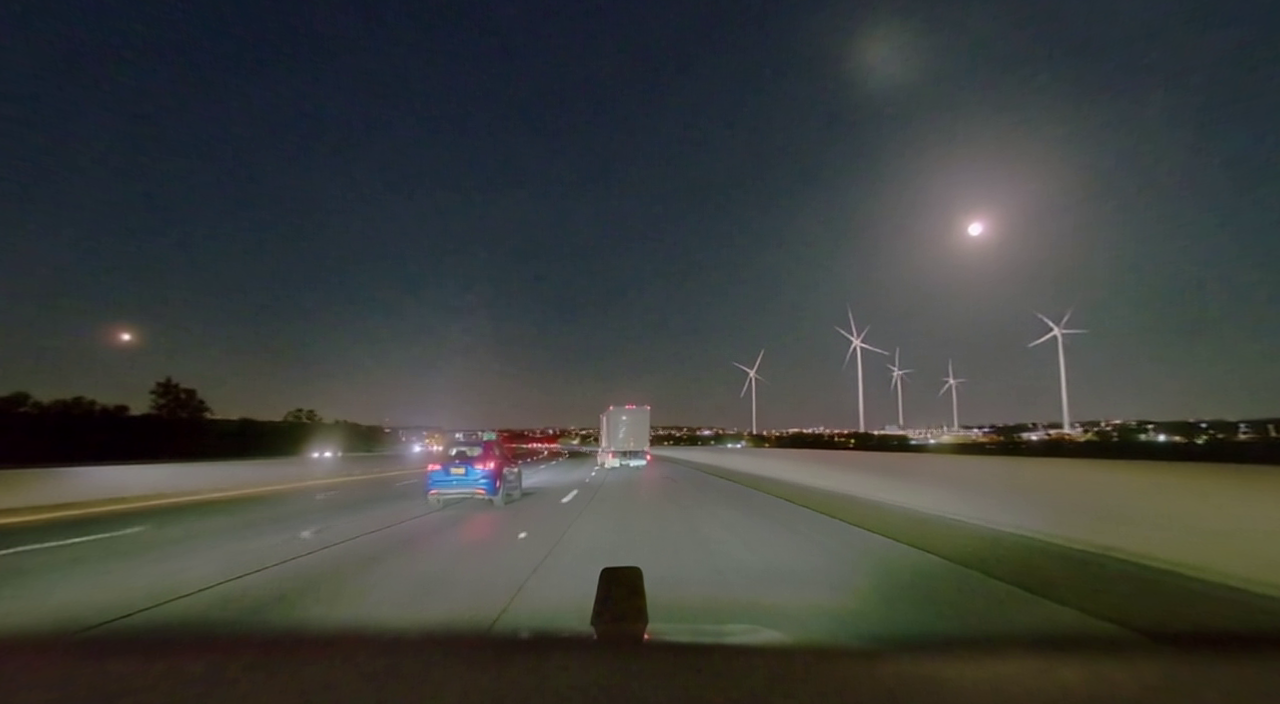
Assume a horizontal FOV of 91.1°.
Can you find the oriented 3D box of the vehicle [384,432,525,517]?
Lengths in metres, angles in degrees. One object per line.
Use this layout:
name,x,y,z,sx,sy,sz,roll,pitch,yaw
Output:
vehicle,-4.054,2.719,14.487,2.109,1.684,3.783,0,-8,-1
